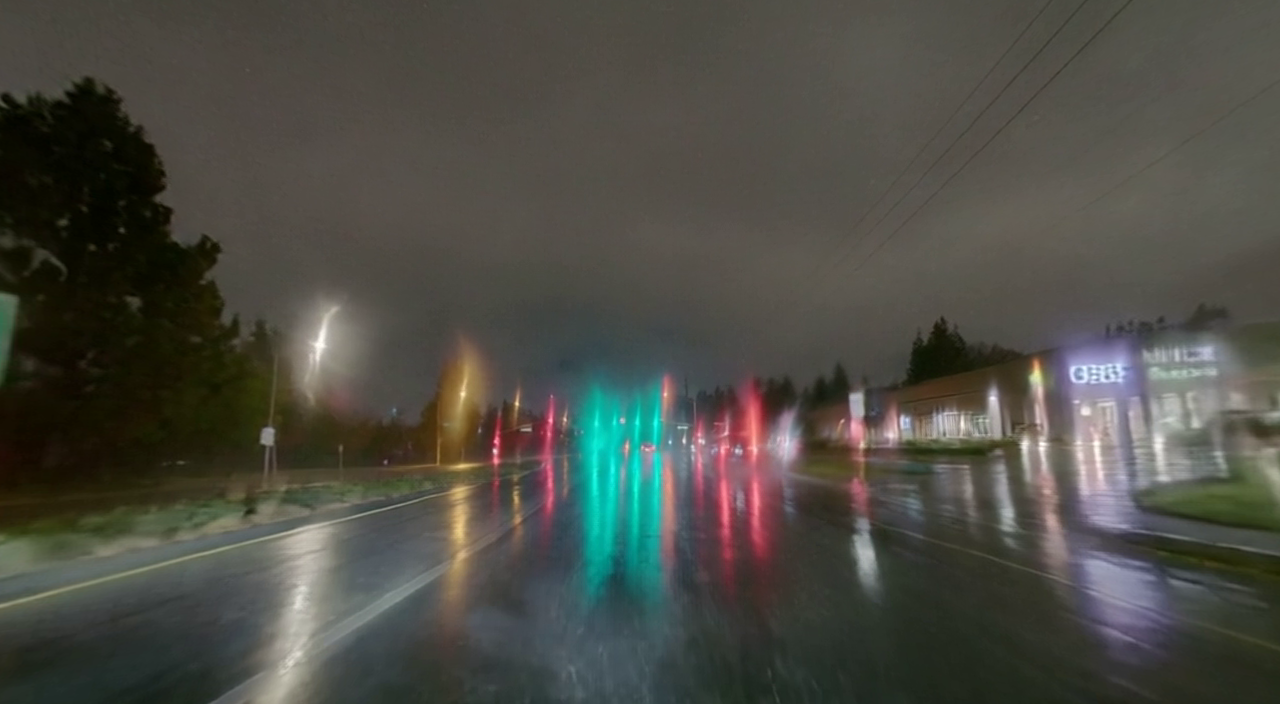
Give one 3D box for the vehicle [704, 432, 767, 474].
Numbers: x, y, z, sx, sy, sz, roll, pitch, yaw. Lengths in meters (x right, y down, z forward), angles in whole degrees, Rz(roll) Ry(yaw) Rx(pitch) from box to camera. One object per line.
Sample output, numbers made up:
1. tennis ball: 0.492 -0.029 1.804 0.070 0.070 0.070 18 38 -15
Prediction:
1. vehicle: 4.910 5.318 33.446 2.476 2.016 5.586 0 -8 0
